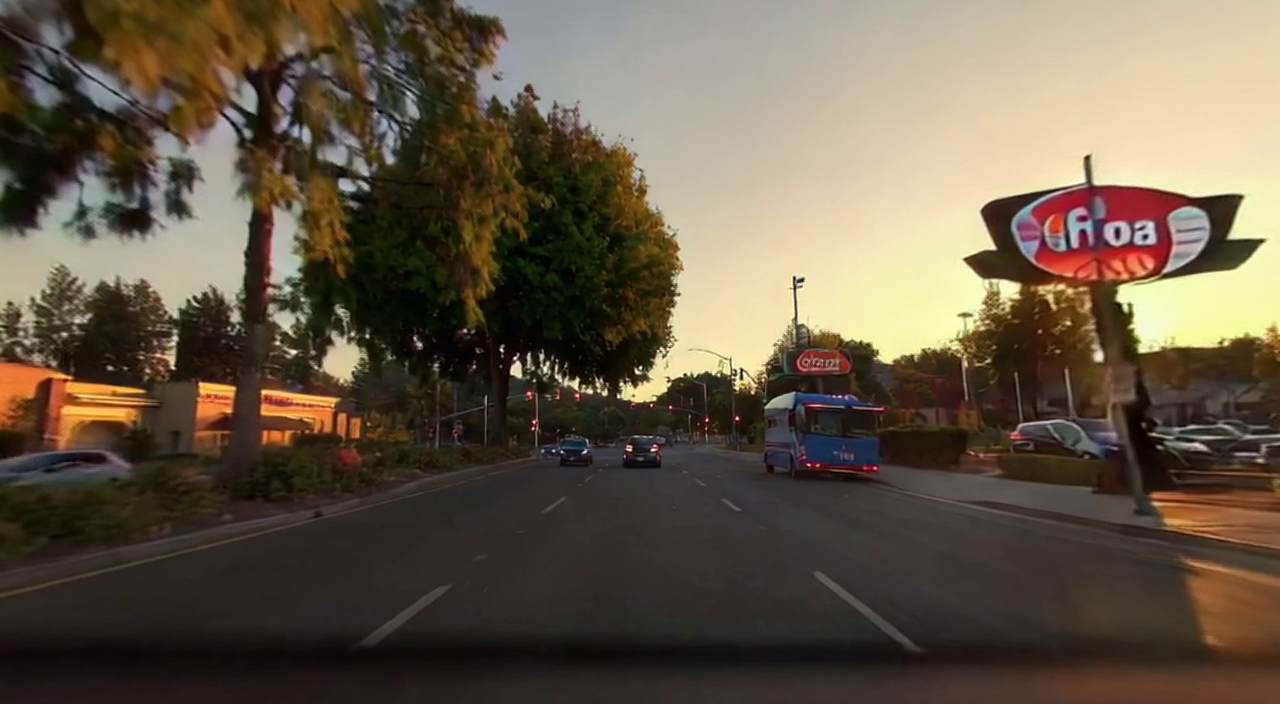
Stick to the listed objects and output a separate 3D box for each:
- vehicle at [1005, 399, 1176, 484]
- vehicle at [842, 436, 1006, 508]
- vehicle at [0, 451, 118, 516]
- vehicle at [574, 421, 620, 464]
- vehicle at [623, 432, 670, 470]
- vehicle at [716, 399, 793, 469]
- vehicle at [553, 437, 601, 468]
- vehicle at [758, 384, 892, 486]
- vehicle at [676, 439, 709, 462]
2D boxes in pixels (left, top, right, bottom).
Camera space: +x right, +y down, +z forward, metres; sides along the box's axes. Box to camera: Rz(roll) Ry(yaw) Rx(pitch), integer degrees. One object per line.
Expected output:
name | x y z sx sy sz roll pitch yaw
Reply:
vehicle | 13.758 2.723 19.155 5.354 2.214 2.504 6 -11 -36
vehicle | 6.729 2.878 15.641 1.980 1.473 4.537 -1 -8 1
vehicle | -15.757 3.209 15.606 1.836 1.464 4.440 -1 -8 1
vehicle | -2.975 6.472 45.184 2.715 2.791 7.171 -1 -8 1
vehicle | 0.349 4.957 31.648 2.209 1.718 4.008 -1 -8 1
vehicle | 6.990 5.349 40.183 2.816 3.804 10.315 -2 -9 0
vehicle | -3.324 5.411 34.057 2.008 1.500 4.369 -1 -8 1
vehicle | 6.870 3.332 24.954 2.891 3.361 7.843 -1 -8 0
vehicle | 3.723 7.061 45.229 2.075 1.540 4.411 -1 -8 1
